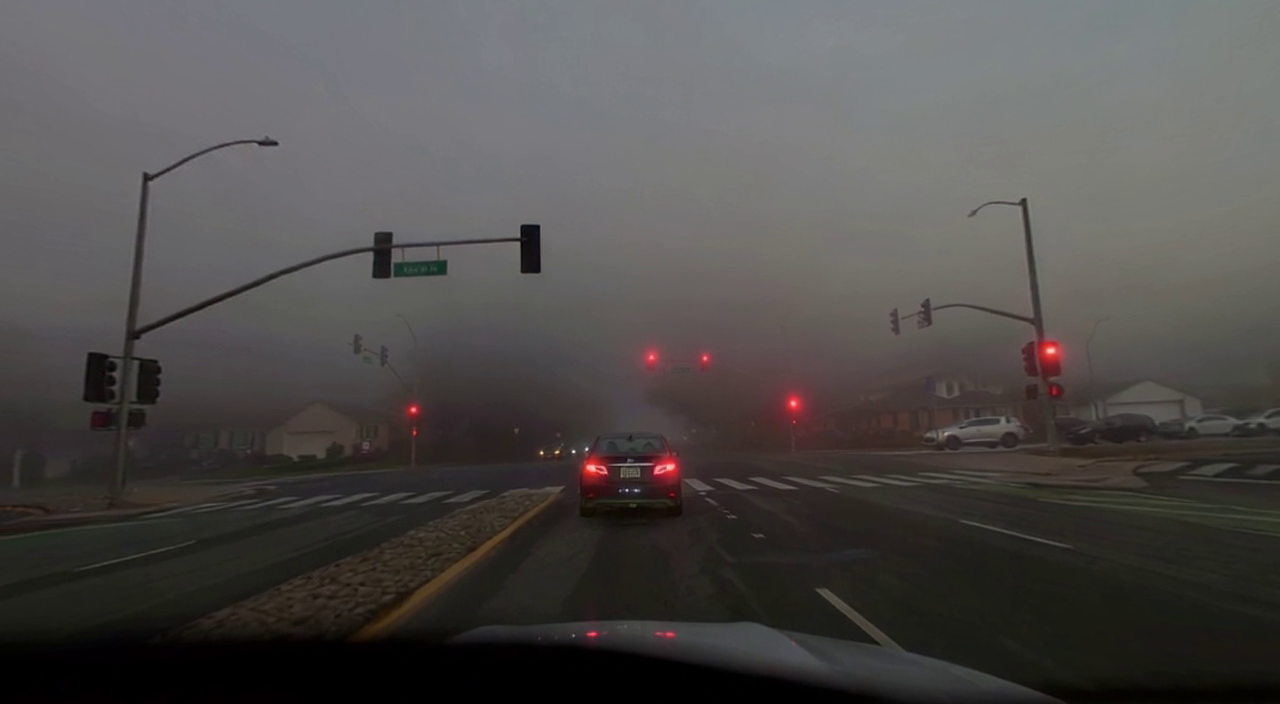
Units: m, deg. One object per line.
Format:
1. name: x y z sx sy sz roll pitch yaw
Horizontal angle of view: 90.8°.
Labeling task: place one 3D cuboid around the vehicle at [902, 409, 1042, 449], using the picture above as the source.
1. vehicle: 17.881 4.201 34.355 6.025 2.000 2.876 1 -7 -2

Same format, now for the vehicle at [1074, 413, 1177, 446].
1. vehicle: 28.671 4.593 37.402 4.557 1.899 1.996 1 -8 -5

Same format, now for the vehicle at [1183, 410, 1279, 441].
1. vehicle: 35.932 4.421 37.984 4.735 1.784 2.094 1 -7 -3

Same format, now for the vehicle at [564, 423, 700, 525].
1. vehicle: 0.042 2.180 11.953 2.074 1.570 3.647 0 -8 7
